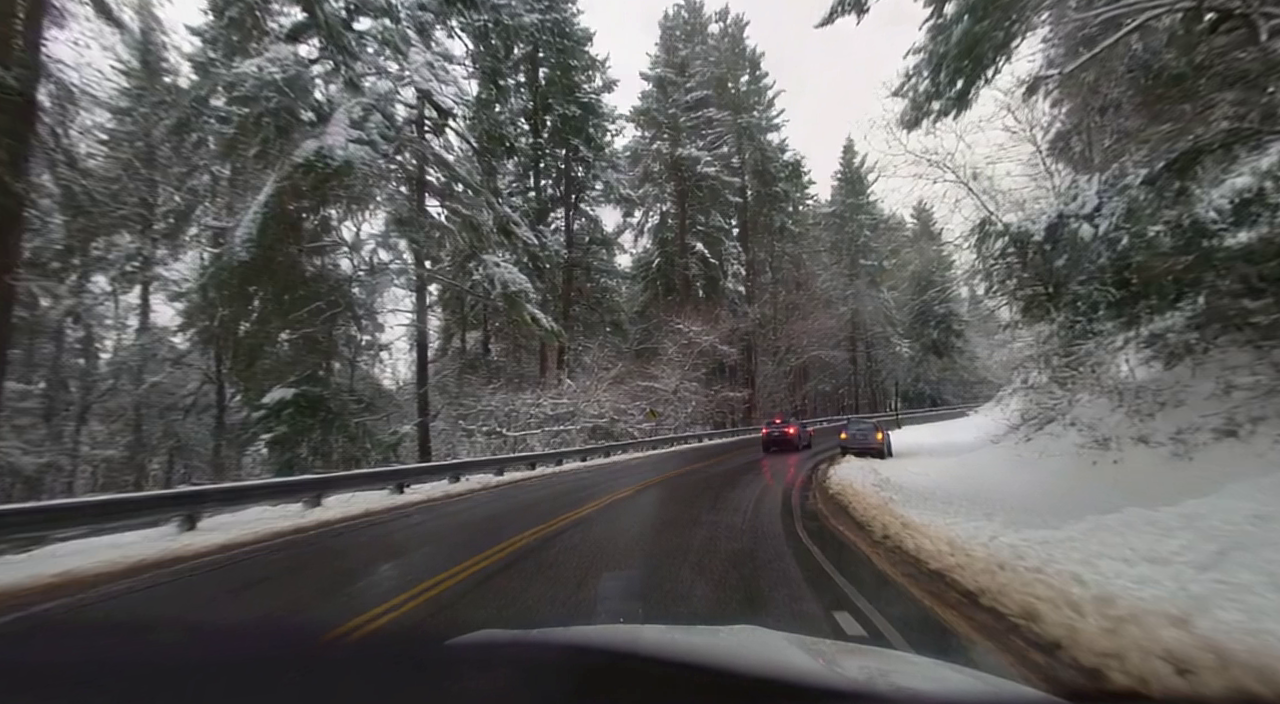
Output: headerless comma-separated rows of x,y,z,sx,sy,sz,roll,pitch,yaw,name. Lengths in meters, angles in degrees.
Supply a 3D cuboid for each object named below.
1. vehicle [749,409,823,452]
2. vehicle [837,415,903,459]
7.569,3.976,32.223,2.469,1.953,5.605,-4,-7,25,vehicle
10.314,3.805,28.131,2.172,1.773,4.601,-5,-9,26,vehicle
